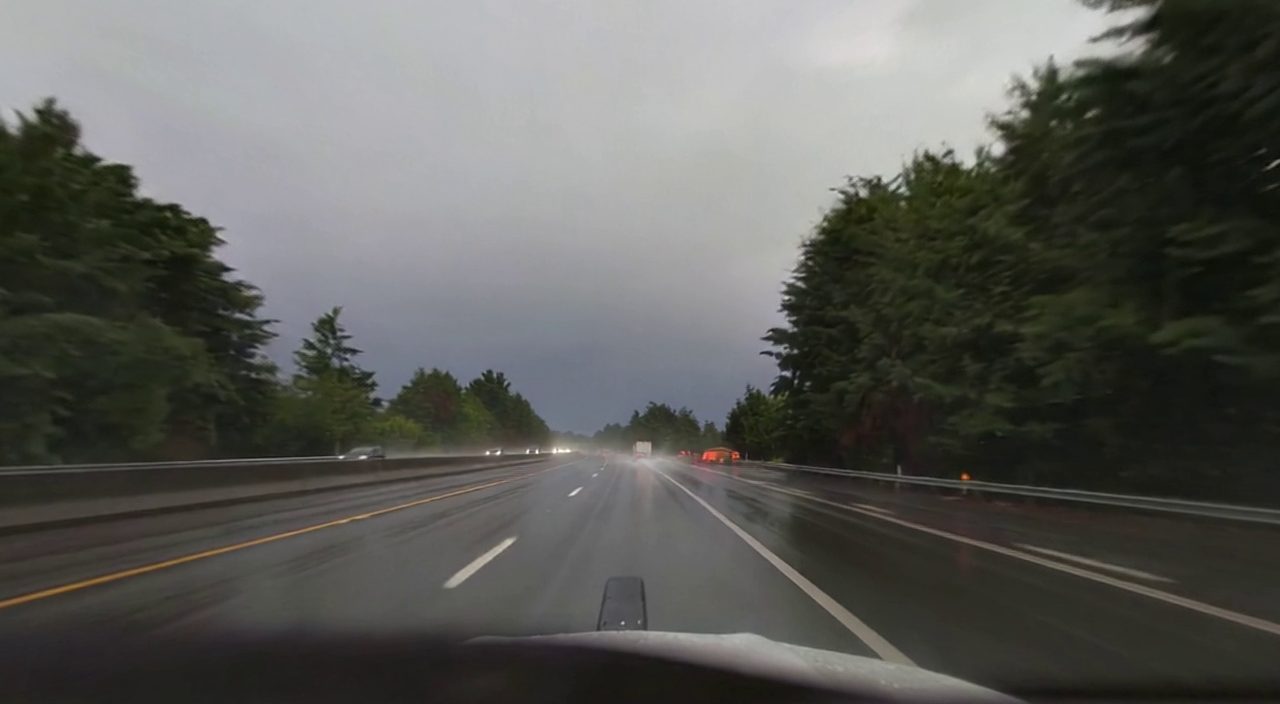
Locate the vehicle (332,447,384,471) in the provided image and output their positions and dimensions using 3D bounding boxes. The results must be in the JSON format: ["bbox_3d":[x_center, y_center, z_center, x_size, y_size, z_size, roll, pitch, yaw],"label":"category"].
[{"bbox_3d":[-18.276,6.912,40.935,1.730,1.462,3.573,0,-9,-1],"label":"vehicle"}]
